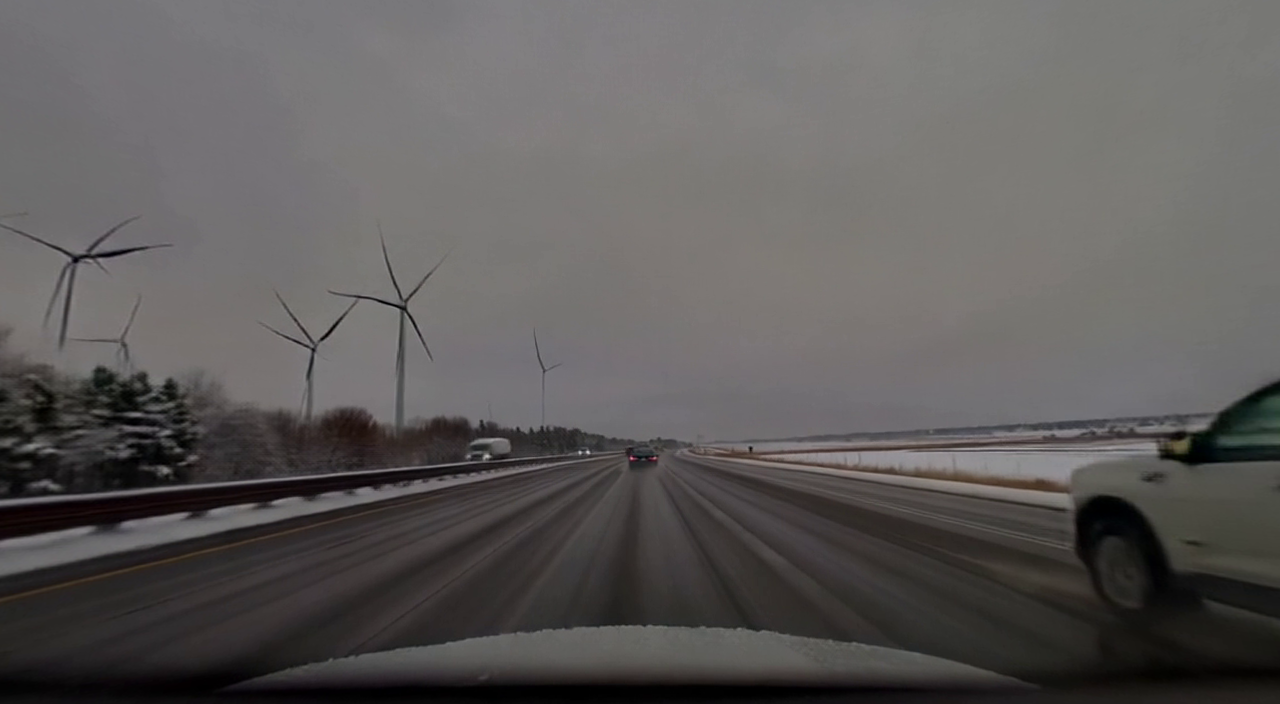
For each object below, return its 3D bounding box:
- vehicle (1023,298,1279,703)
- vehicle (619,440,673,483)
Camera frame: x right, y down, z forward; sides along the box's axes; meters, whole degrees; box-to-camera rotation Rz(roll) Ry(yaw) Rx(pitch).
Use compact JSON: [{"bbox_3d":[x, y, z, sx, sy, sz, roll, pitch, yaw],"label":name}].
[{"bbox_3d":[3.728,0.581,1.810,2.104,1.861,4.956,0,-9,0],"label":"vehicle"},{"bbox_3d":[0.211,4.564,26.488,2.083,1.653,3.787,0,-9,-1],"label":"vehicle"}]
